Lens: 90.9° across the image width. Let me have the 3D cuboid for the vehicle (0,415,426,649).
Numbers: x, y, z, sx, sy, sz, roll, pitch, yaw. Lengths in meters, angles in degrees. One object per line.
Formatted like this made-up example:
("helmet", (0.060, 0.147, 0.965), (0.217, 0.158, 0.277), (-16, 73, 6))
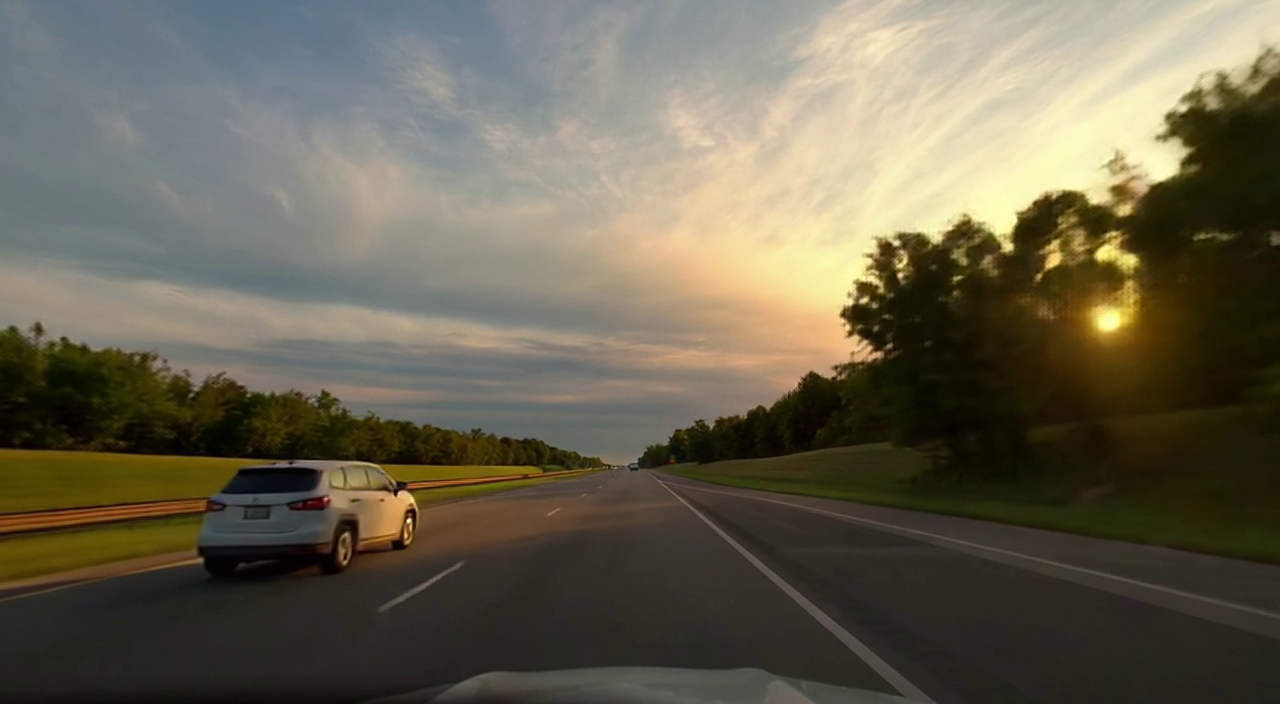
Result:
("vehicle", (-4.158, 1.694, 6.880), (1.928, 1.593, 4.871), (1, -10, 0))
